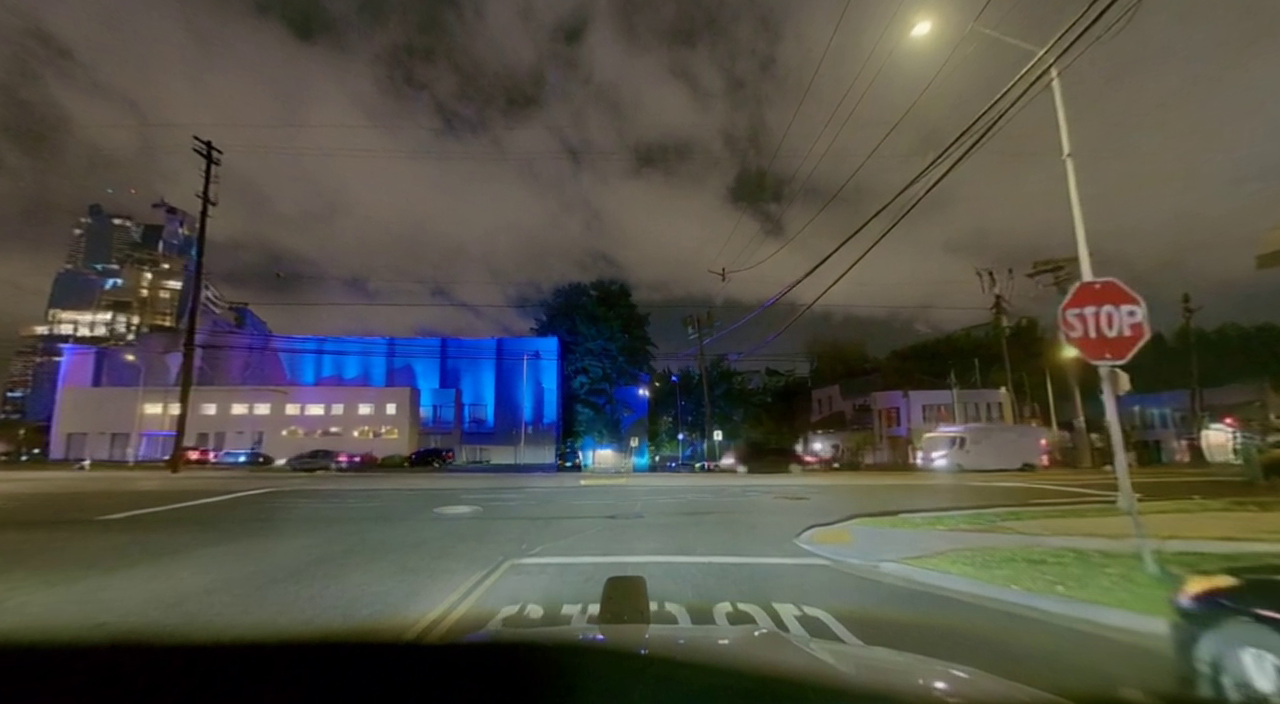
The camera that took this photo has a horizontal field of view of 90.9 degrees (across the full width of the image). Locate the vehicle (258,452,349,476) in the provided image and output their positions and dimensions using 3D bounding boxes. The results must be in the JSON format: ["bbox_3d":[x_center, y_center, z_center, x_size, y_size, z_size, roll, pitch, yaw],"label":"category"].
[{"bbox_3d":[-21.836,7.271,41.046,4.869,1.517,1.819,0,-9,-2],"label":"vehicle"}]

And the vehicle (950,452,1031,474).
[{"bbox_3d":[23.437,7.438,42.250,4.400,1.419,1.711,0,-9,-3],"label":"vehicle"}]

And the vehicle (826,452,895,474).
[{"bbox_3d":[17.012,8.565,48.773,4.612,1.612,1.885,1,-8,-4],"label":"vehicle"}]

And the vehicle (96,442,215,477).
[{"bbox_3d":[-26.180,5.821,34.192,4.689,1.803,1.958,0,-9,-2],"label":"vehicle"}]

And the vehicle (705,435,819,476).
[{"bbox_3d":[6.025,5.177,31.672,5.213,1.960,2.099,0,-9,-3],"label":"vehicle"}]

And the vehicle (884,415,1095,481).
[{"bbox_3d":[25.590,7.087,46.521,14.239,4.056,2.970,3,-8,-4],"label":"vehicle"}]

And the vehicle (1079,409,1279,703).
[{"bbox_3d":[3.597,0.779,1.162,2.041,1.495,4.815,0,-9,-1],"label":"vehicle"}]
